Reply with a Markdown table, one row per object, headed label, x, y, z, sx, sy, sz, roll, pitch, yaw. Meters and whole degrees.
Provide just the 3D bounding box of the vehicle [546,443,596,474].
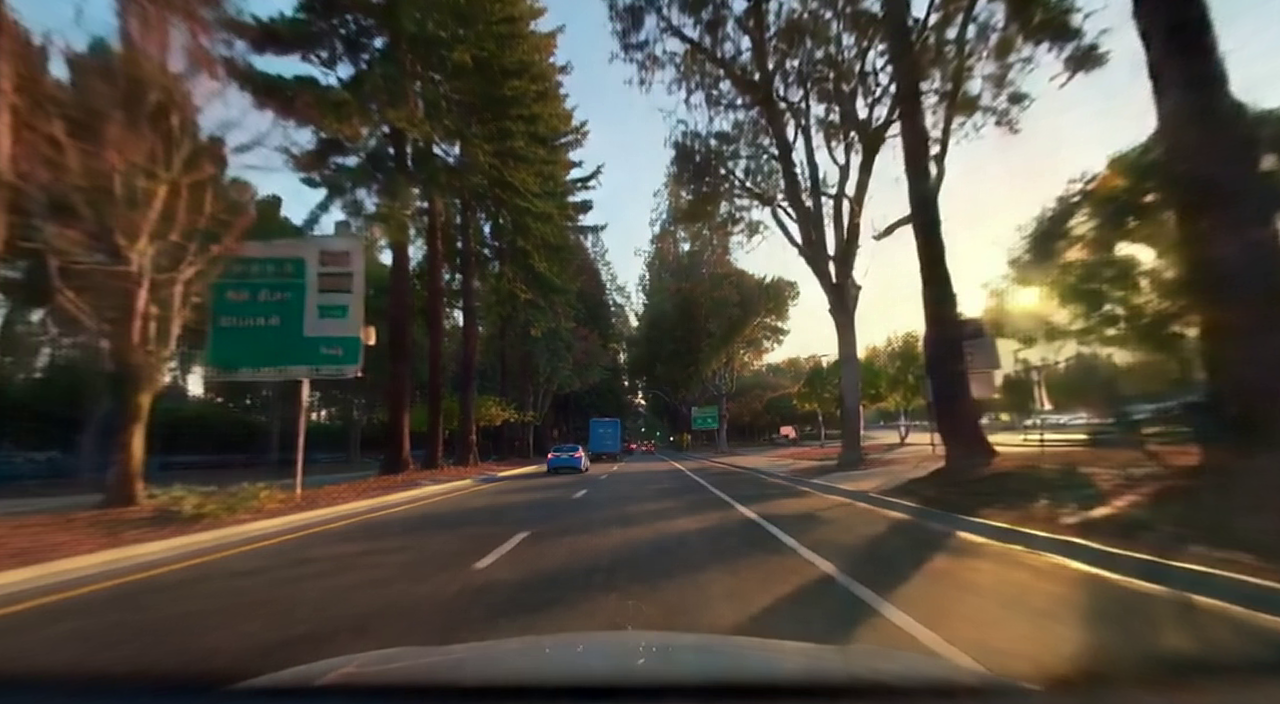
| label | x | y | z | sx | sy | sz | roll | pitch | yaw |
| --- | --- | --- | --- | --- | --- | --- | --- | --- | --- |
| vehicle | -3.460 | 5.408 | 32.224 | 2.005 | 1.462 | 4.345 | 0 | -8 | 1 |
